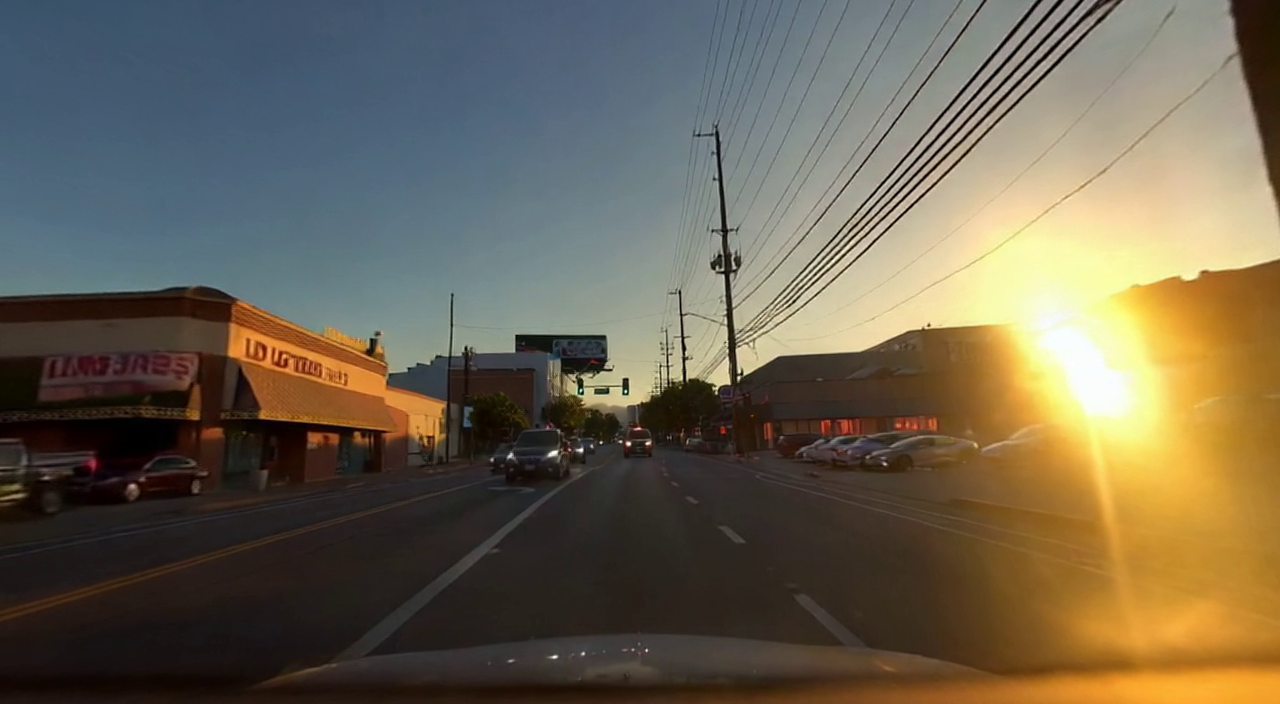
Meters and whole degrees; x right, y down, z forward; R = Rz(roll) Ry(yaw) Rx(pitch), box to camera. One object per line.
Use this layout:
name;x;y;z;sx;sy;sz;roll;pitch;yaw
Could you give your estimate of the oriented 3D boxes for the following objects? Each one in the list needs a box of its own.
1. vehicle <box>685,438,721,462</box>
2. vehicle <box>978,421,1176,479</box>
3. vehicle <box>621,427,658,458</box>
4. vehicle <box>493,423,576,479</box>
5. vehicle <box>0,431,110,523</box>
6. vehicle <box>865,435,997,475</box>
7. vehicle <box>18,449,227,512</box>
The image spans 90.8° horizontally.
vehicle;4.158;6.599;42.606;1.926;1.482;4.442;0;-8;0
vehicle;15.011;3.383;21.937;5.307;1.877;2.052;0;-8;-1
vehicle;-0.004;7.170;49.873;2.683;2.295;6.404;0;-8;1
vehicle;-3.912;3.820;24.557;2.277;1.904;5.583;0;-8;0
vehicle;-13.875;2.535;12.790;2.044;1.830;4.800;-1;-8;1
vehicle;11.327;4.044;24.854;4.238;1.464;1.862;-1;-9;2
vehicle;-14.295;3.521;17.897;1.960;1.503;4.505;-1;-9;3
